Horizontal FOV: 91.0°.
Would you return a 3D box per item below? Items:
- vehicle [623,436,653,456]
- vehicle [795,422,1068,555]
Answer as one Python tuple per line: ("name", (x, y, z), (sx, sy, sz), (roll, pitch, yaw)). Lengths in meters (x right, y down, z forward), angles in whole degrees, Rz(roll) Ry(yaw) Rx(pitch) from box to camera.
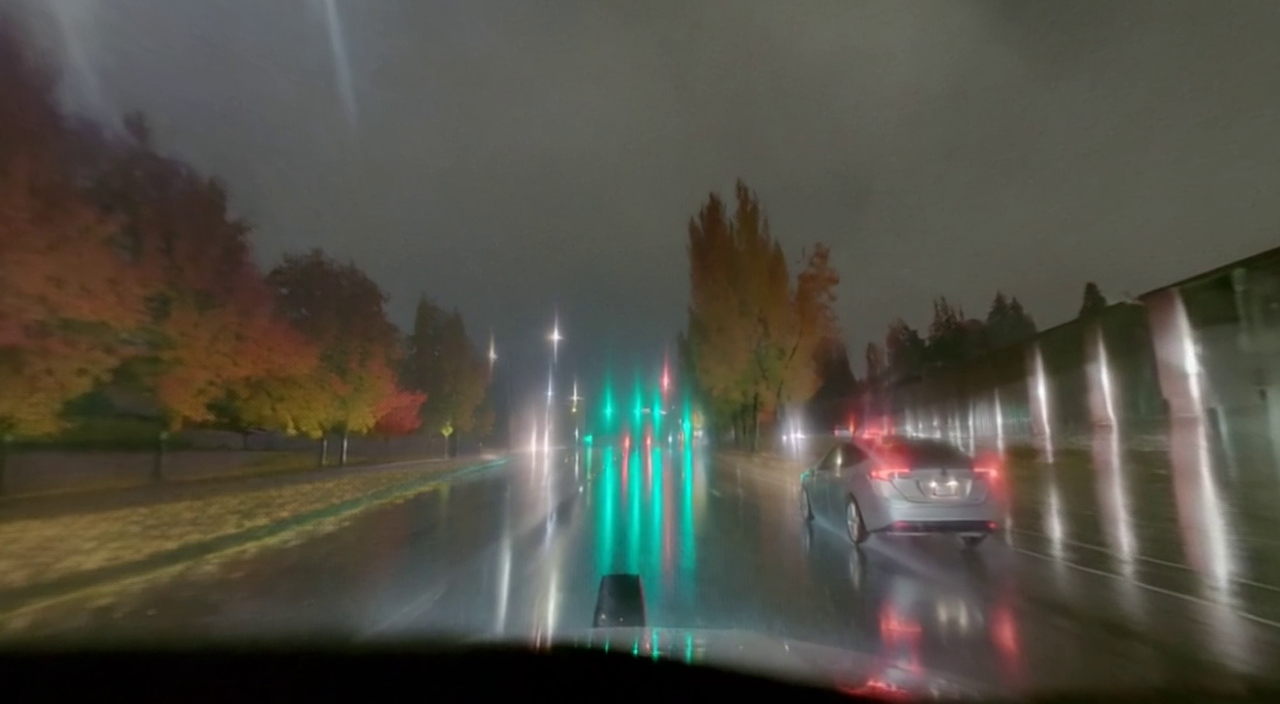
("vehicle", (-0.197, 7.295, 48.961), (2.055, 1.484, 4.143), (1, -9, -5))
("vehicle", (3.972, 1.954, 9.663), (2.063, 1.542, 4.420), (0, -9, 0))
